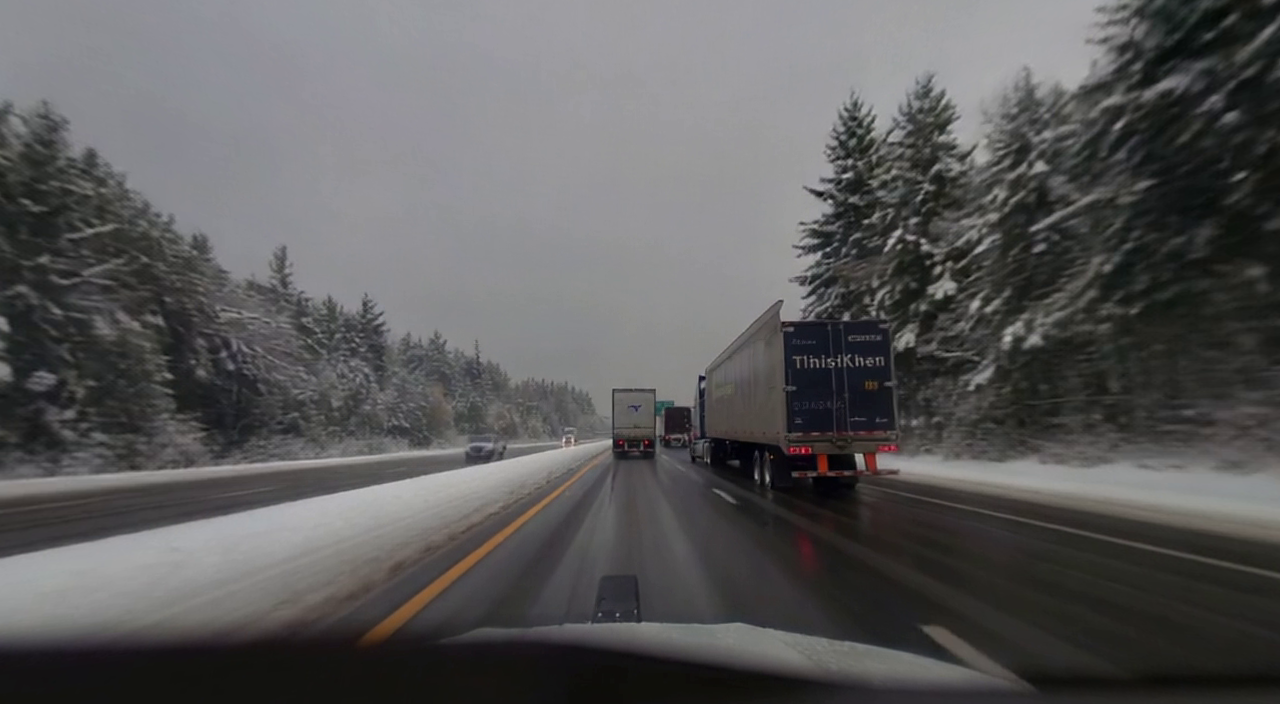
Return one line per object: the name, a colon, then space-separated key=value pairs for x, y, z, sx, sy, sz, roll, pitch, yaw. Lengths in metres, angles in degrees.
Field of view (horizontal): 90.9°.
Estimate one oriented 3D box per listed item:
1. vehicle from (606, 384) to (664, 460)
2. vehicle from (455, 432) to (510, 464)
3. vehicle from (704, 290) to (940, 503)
vehicle: x=-0.319 y=4.281 z=37.572 sx=2.958 sy=3.917 sz=10.196 roll=0 pitch=-8 yaw=-1
vehicle: x=-9.032 y=5.506 z=36.511 sx=1.997 sy=1.712 sz=4.498 roll=0 pitch=-8 yaw=0
vehicle: x=4.221 y=1.797 z=19.429 sx=2.856 sy=4.145 sz=14.500 roll=0 pitch=-8 yaw=0
